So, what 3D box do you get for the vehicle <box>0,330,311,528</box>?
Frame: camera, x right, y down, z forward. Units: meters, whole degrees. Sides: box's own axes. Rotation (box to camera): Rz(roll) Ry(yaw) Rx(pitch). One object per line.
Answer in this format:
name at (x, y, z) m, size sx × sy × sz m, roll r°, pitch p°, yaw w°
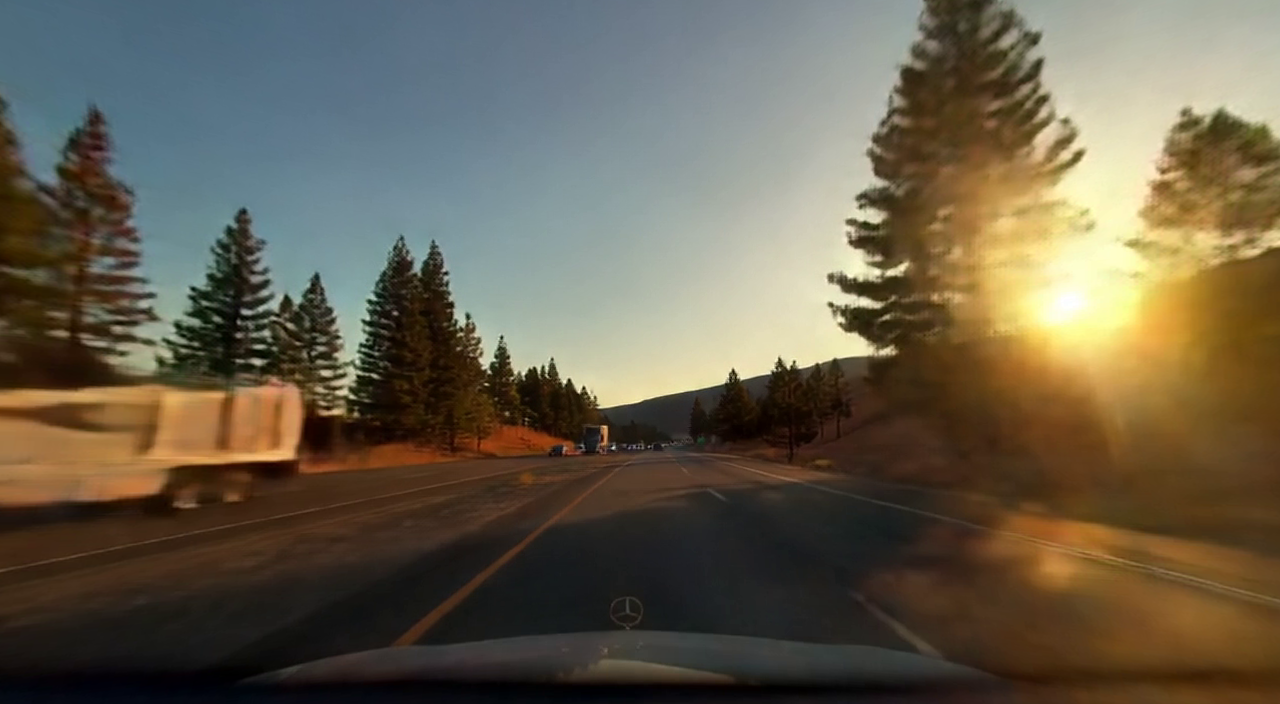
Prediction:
vehicle at (-13.431, 1.829, 14.368) m, size 2.905 × 3.684 × 16.268 m, roll 0°, pitch -8°, yaw 1°
